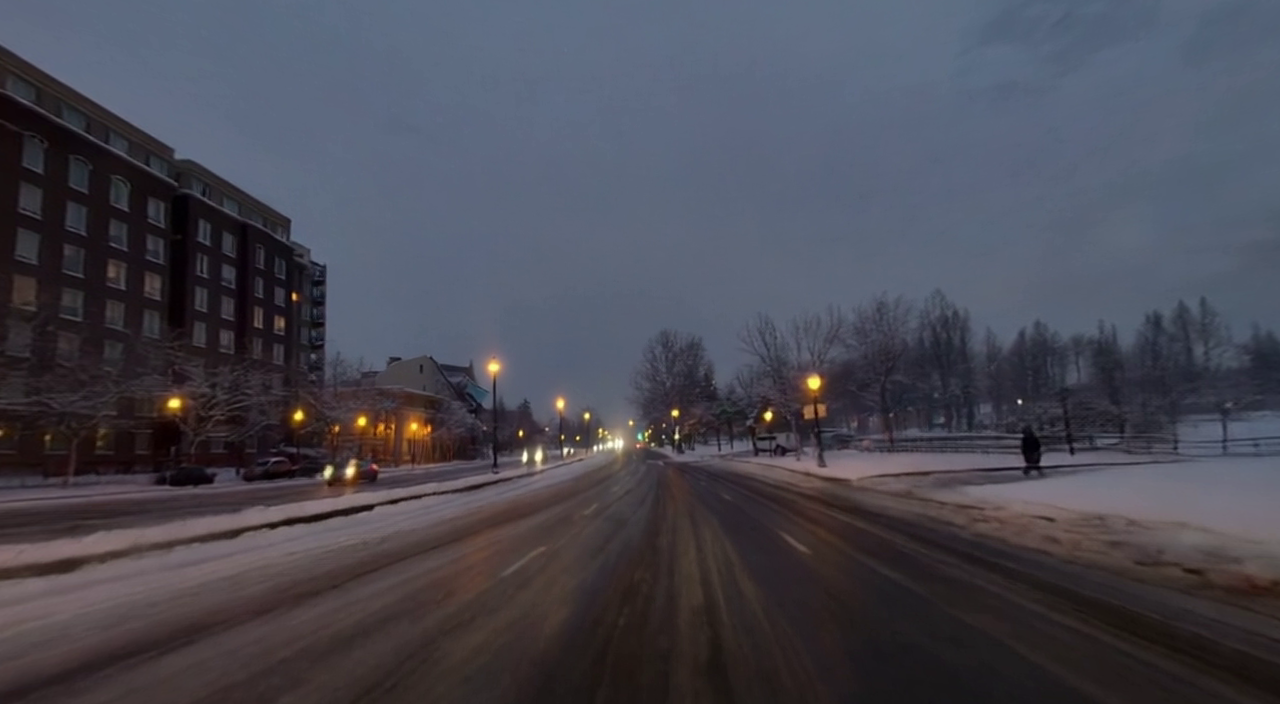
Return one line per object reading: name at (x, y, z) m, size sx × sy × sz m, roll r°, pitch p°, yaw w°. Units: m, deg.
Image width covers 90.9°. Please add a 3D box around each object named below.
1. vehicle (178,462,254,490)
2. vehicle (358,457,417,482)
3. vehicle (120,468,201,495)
vehicle at (-31.091, 9.067, 46.381) m, size 2.073 × 1.772 × 4.793 m, roll -1°, pitch -8°, yaw 3°
vehicle at (-17.120, 7.974, 42.962) m, size 1.878 × 1.492 × 4.648 m, roll -1°, pitch -8°, yaw 4°
vehicle at (-31.129, 8.406, 41.095) m, size 1.799 × 1.473 × 4.490 m, roll 0°, pitch -8°, yaw -1°
